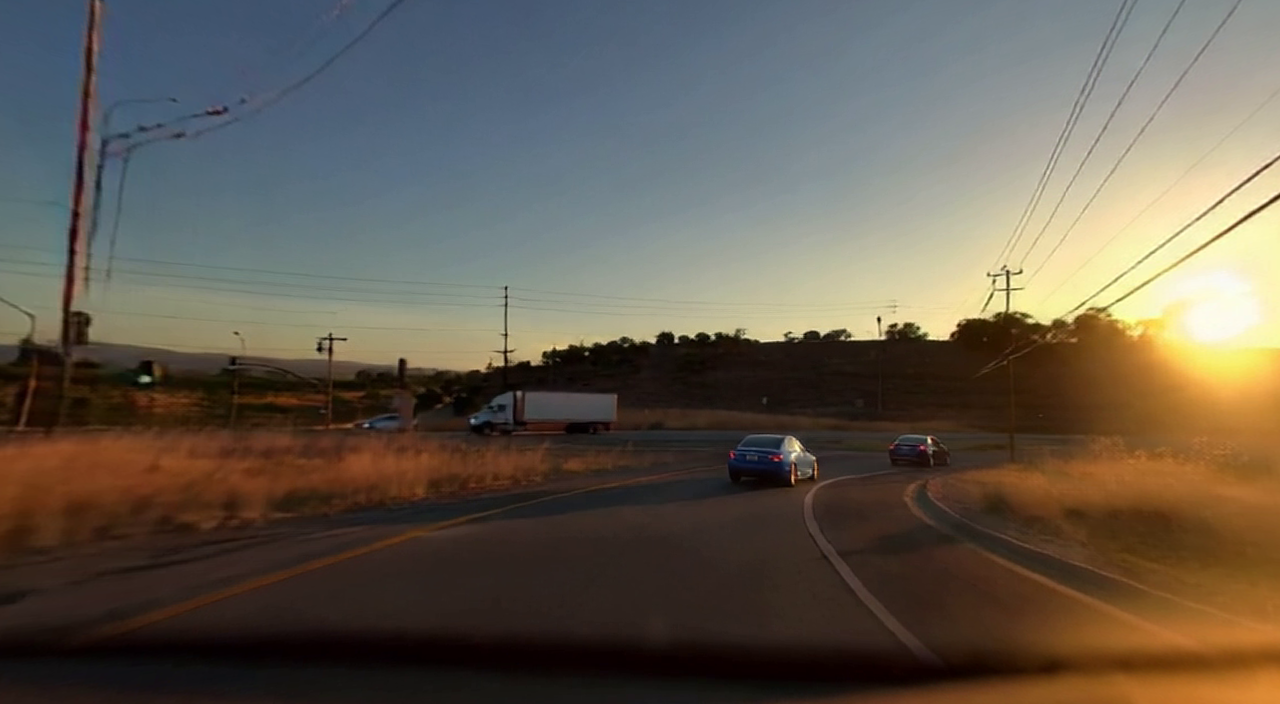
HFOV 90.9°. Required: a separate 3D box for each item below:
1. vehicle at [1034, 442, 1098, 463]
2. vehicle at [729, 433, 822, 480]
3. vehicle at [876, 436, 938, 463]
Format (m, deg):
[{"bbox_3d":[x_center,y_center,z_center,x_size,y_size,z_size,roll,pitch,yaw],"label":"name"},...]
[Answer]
[{"bbox_3d":[31.655,7.436,46.834,4.102,1.552,1.931,4,-9,-23],"label":"vehicle"},{"bbox_3d":[4.704,3.501,21.470,2.026,1.407,4.374,-4,-9,26],"label":"vehicle"},{"bbox_3d":[15.805,5.723,37.213,1.836,1.465,4.307,-8,-12,44],"label":"vehicle"}]
